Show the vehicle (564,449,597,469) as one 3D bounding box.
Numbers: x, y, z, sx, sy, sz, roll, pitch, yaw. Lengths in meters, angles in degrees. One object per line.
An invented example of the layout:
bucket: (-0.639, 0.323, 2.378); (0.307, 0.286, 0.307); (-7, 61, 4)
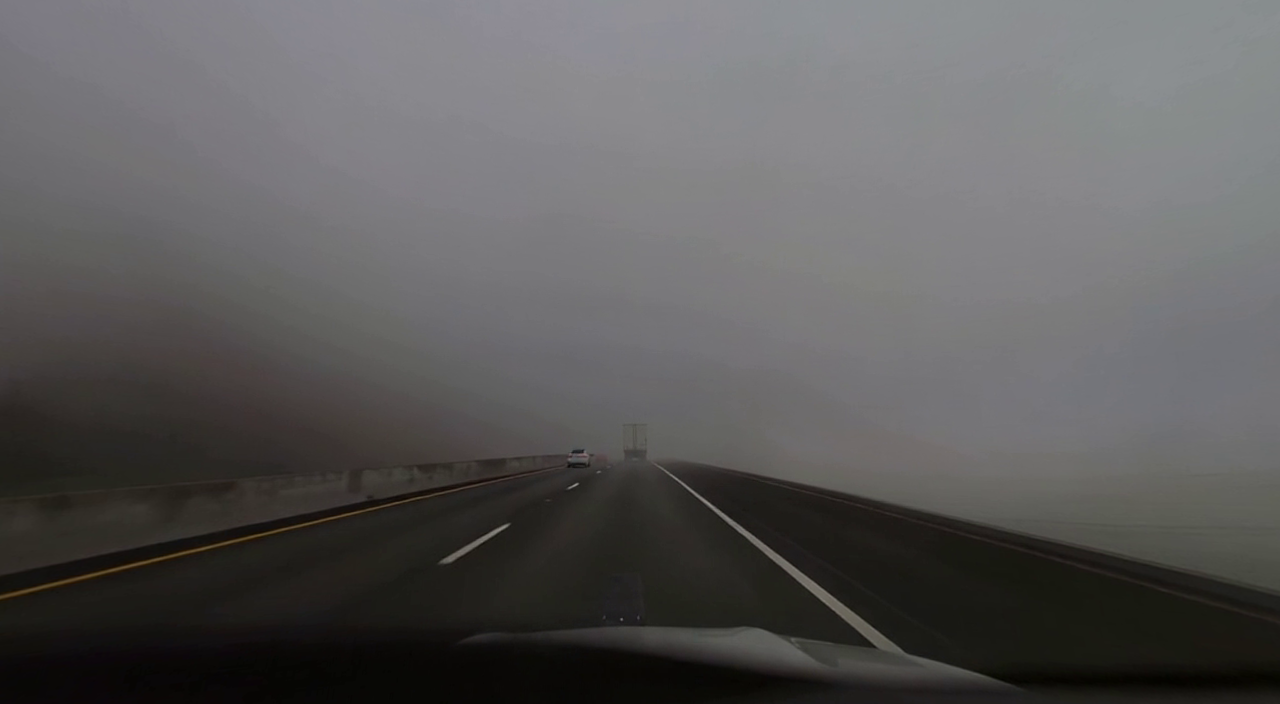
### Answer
vehicle: (-4.454, 8.108, 47.923); (2.106, 1.445, 4.404); (0, -9, -1)
